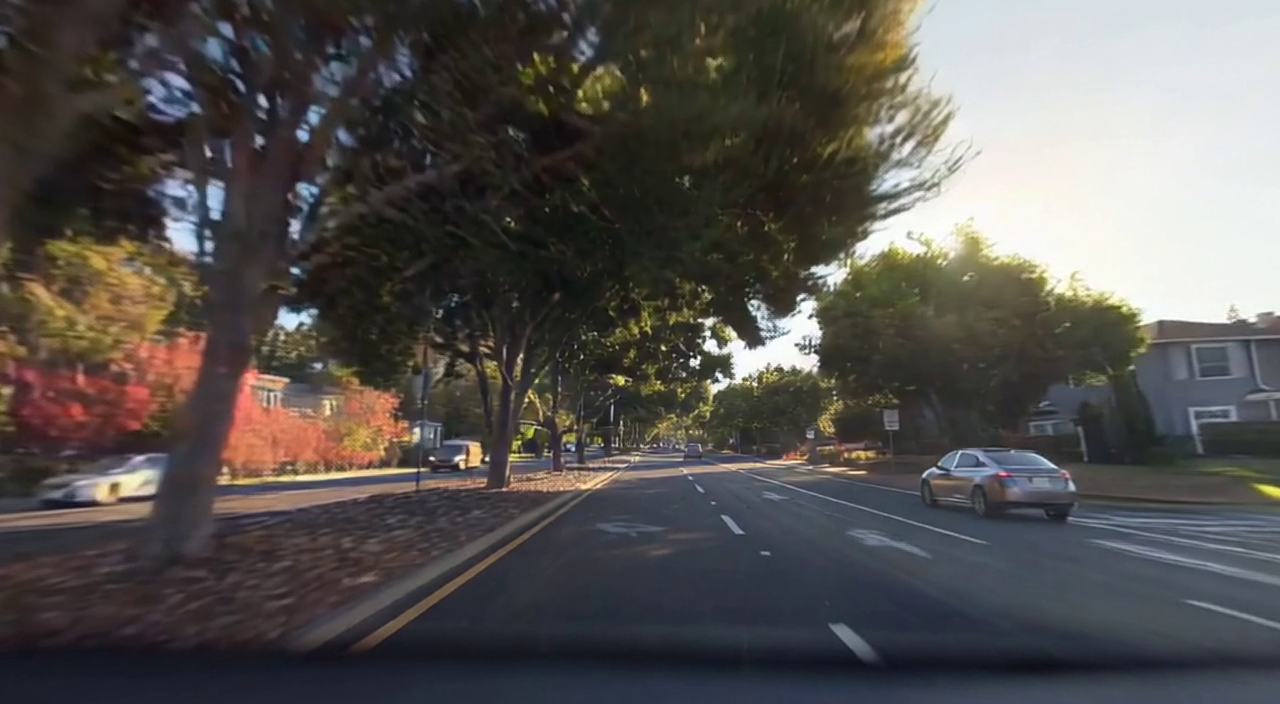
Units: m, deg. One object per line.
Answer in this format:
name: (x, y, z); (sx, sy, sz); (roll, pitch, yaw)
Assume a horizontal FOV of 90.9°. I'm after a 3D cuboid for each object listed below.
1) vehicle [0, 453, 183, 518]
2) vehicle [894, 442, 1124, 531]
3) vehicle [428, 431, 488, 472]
vehicle: (-17.011, 4.033, 19.612); (2.026, 1.690, 4.656); (0, -8, 0)
vehicle: (6.985, 2.544, 12.618); (1.855, 1.444, 4.389); (0, -8, -2)
vehicle: (-13.124, 7.203, 45.902); (2.305, 2.791, 6.543); (0, -8, 1)
